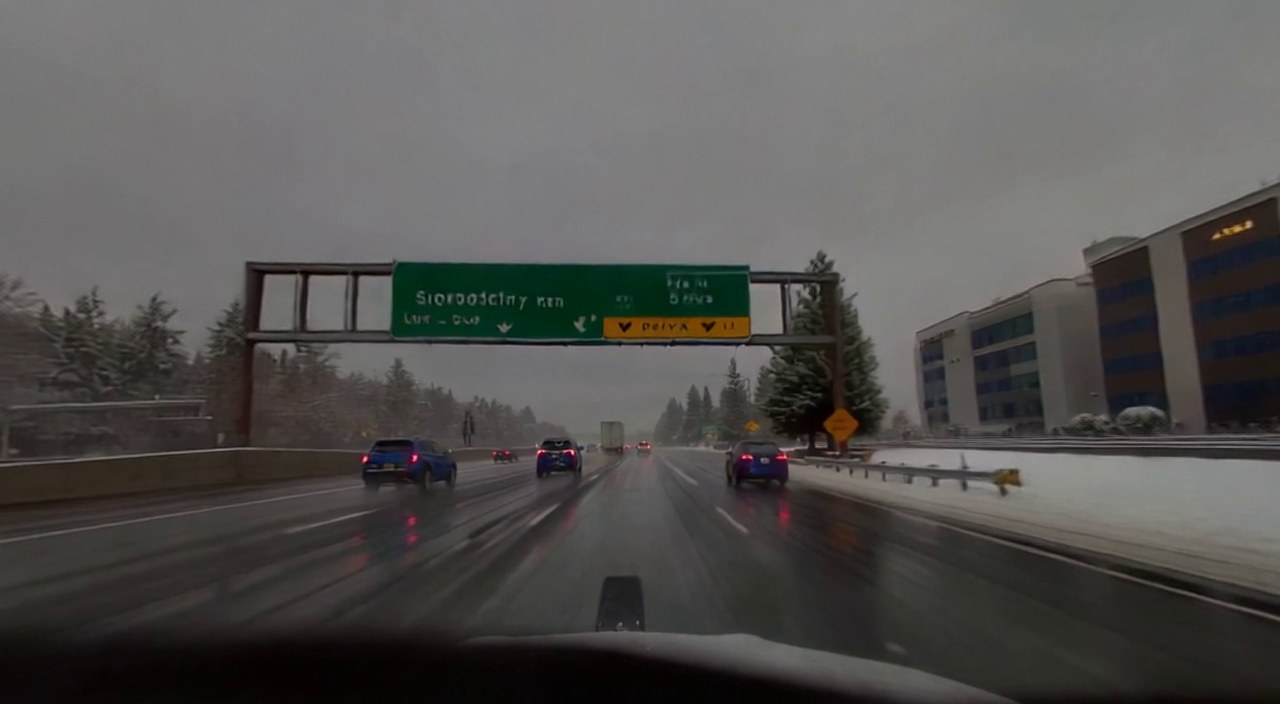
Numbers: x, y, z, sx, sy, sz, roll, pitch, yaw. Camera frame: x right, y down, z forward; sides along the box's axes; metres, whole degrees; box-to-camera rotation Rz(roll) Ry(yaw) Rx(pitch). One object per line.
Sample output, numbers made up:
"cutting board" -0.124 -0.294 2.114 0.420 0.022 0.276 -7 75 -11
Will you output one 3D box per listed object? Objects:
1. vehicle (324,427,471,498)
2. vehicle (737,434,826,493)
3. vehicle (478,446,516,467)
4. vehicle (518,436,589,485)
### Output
"vehicle" -7.155 3.337 19.369 2.314 1.842 5.279 0 -9 1
"vehicle" 4.633 3.698 21.303 2.101 1.742 4.495 0 -9 2
"vehicle" -10.994 8.016 48.636 1.919 1.509 4.265 0 -9 0
"vehicle" -3.317 4.250 25.004 2.111 1.742 4.315 0 -9 1
